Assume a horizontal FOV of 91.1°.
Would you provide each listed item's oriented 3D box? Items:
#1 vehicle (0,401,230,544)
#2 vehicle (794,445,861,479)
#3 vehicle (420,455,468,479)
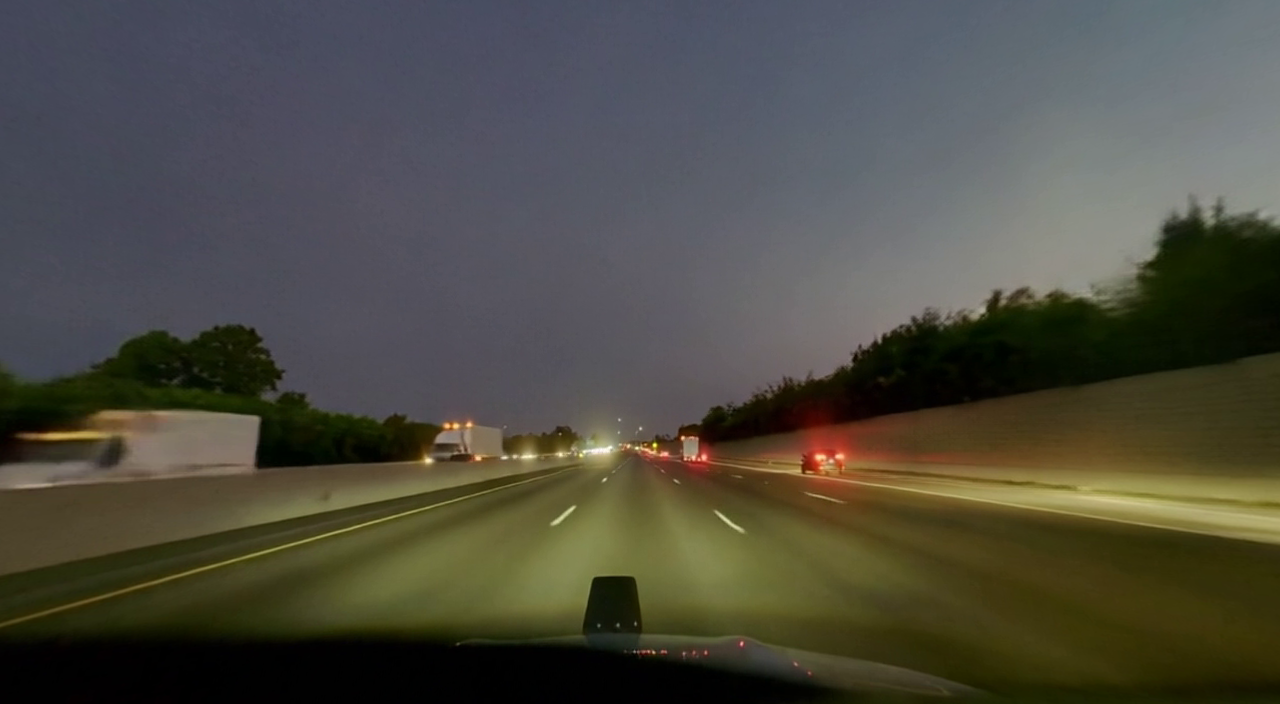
[{"bbox_3d":[-13.211,2.711,14.707,2.487,2.645,6.936,0,-9,0],"label":"vehicle"},{"bbox_3d":[9.646,5.677,32.773,1.950,1.632,4.845,0,-9,-1],"label":"vehicle"},{"bbox_3d":[-13.626,7.972,43.834,2.084,1.517,3.896,0,-9,0],"label":"vehicle"}]
